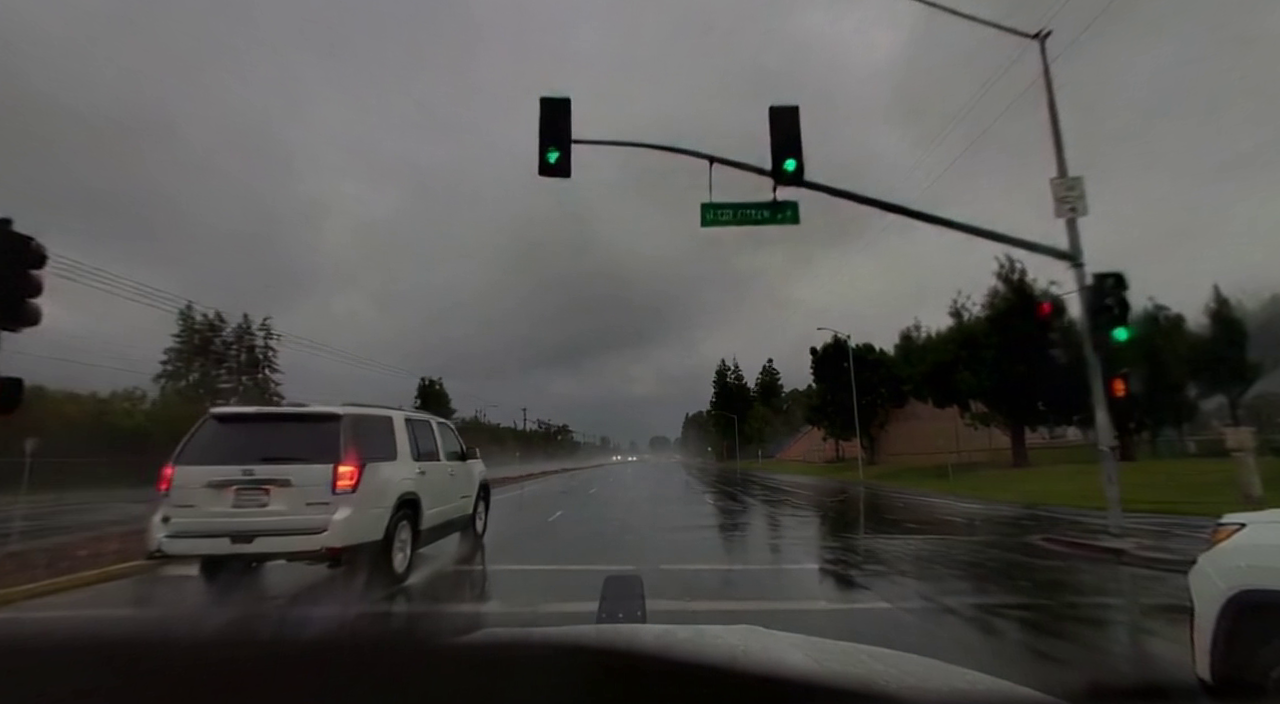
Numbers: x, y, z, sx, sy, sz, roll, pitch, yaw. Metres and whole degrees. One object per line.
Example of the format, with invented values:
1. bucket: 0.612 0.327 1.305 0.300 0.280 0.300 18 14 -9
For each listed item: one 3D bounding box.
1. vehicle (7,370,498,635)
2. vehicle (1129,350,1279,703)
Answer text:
1. vehicle: -3.522 1.519 7.514 2.374 1.985 5.391 0 -8 0
2. vehicle: 3.569 0.632 1.031 2.056 1.703 4.305 0 -8 0
